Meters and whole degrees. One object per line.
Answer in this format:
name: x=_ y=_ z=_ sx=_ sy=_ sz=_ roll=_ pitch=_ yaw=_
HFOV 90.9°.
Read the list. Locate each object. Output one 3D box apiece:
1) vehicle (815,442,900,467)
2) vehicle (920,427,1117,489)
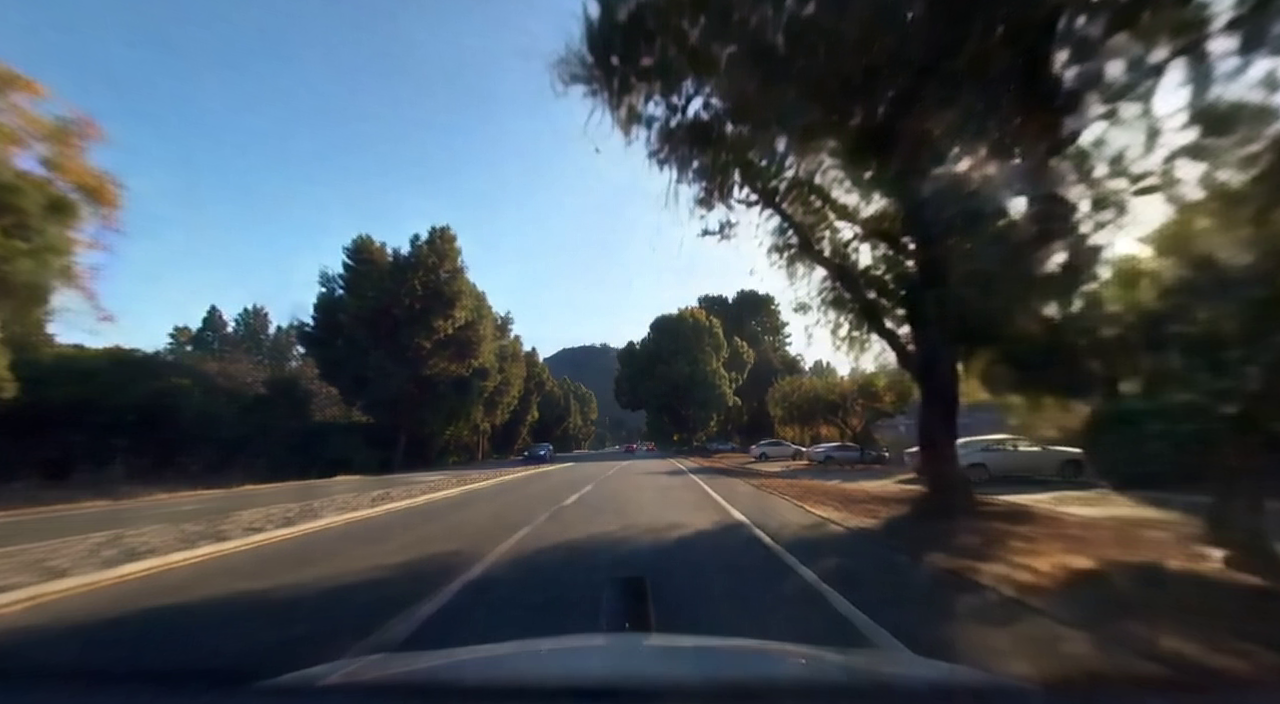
vehicle: x=13.118 y=6.222 z=38.210 sx=4.438 sy=1.444 sz=1.900 roll=0 pitch=-8 yaw=0
vehicle: x=11.039 y=3.122 z=18.674 sx=4.493 sy=1.705 sz=2.034 roll=0 pitch=-8 yaw=0
